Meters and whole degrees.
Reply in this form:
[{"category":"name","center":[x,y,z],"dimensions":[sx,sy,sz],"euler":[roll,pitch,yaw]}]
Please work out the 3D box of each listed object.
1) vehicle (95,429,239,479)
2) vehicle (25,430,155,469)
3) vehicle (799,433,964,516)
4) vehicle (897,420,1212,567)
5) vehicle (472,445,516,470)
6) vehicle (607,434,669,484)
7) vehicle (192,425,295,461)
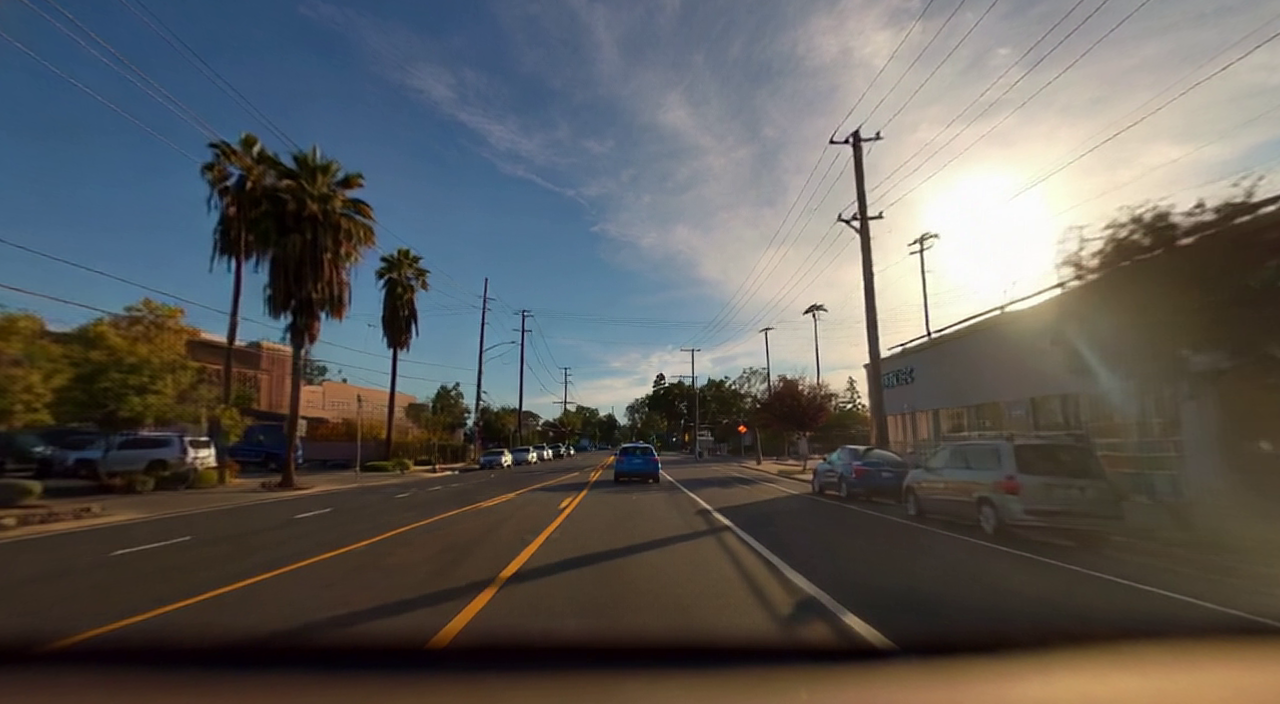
[{"category":"vehicle","center":[-17.537,3.805,23.717],"dimensions":[2.084,1.678,4.707],"euler":[1,-9,-6]},{"category":"vehicle","center":[-22.842,4.076,26.402],"dimensions":[1.829,1.492,4.487],"euler":[1,-9,-8]},{"category":"vehicle","center":[5.965,3.075,16.444],"dimensions":[2.153,1.801,5.163],"euler":[0,-9,-1]},{"category":"vehicle","center":[6.042,2.084,10.049],"dimensions":[1.945,1.791,4.460],"euler":[0,-9,0]},{"category":"vehicle","center":[-10.404,7.533,45.168],"dimensions":[2.075,1.693,4.696],"euler":[0,-9,-1]},{"category":"vehicle","center":[-0.113,4.207,25.055],"dimensions":[2.264,1.798,4.563],"euler":[0,-9,-1]},{"category":"vehicle","center":[-20.838,4.769,33.195],"dimensions":[1.911,1.762,4.127],"euler":[-8,-11,43]}]
